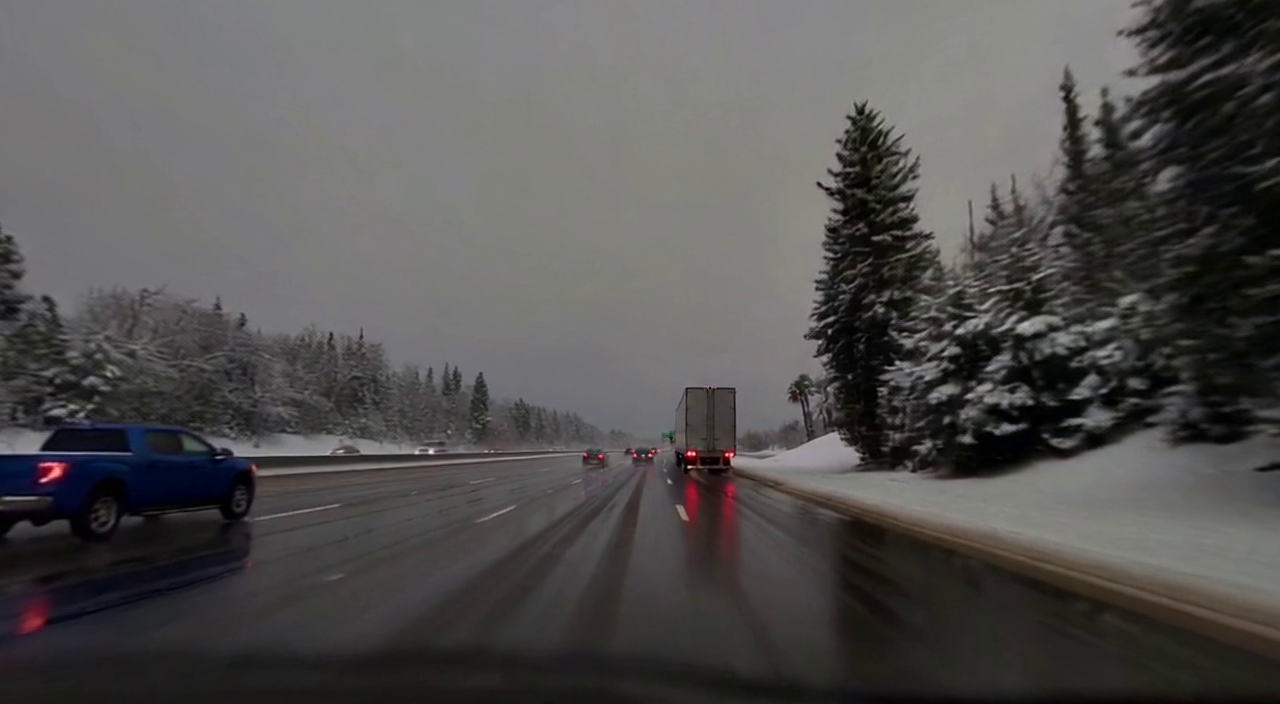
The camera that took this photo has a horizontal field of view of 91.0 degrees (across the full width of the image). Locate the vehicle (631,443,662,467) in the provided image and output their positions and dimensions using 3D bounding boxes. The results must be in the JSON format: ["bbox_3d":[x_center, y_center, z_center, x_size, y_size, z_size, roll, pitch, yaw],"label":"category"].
[{"bbox_3d":[0.559,7.954,48.784,2.287,1.689,4.307,0,-8,2],"label":"vehicle"}]

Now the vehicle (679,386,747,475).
[{"bbox_3d":[3.942,4.824,37.890,2.891,4.123,16.415,0,-8,3],"label":"vehicle"}]

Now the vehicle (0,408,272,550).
[{"bbox_3d":[-8.690,1.926,10.256,2.264,1.728,4.940,0,-8,2],"label":"vehicle"}]
